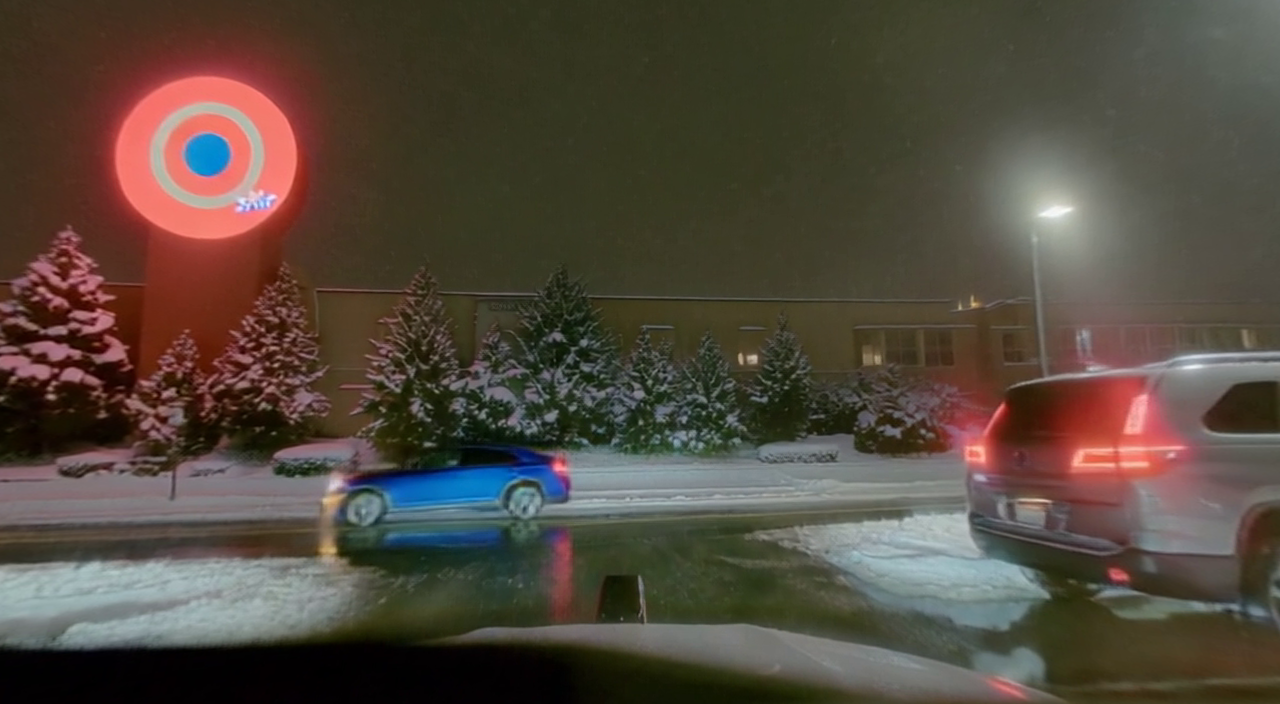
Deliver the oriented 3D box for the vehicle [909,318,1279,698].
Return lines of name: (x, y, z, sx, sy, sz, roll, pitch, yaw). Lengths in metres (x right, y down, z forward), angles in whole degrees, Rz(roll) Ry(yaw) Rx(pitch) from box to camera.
vehicle: (5.003, 0.981, 4.686, 4.864, 1.916, 2.413, 1, -9, -5)

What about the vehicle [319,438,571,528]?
vehicle: (-4.050, 2.835, 14.034, 4.957, 1.788, 2.092, 1, -9, -6)
